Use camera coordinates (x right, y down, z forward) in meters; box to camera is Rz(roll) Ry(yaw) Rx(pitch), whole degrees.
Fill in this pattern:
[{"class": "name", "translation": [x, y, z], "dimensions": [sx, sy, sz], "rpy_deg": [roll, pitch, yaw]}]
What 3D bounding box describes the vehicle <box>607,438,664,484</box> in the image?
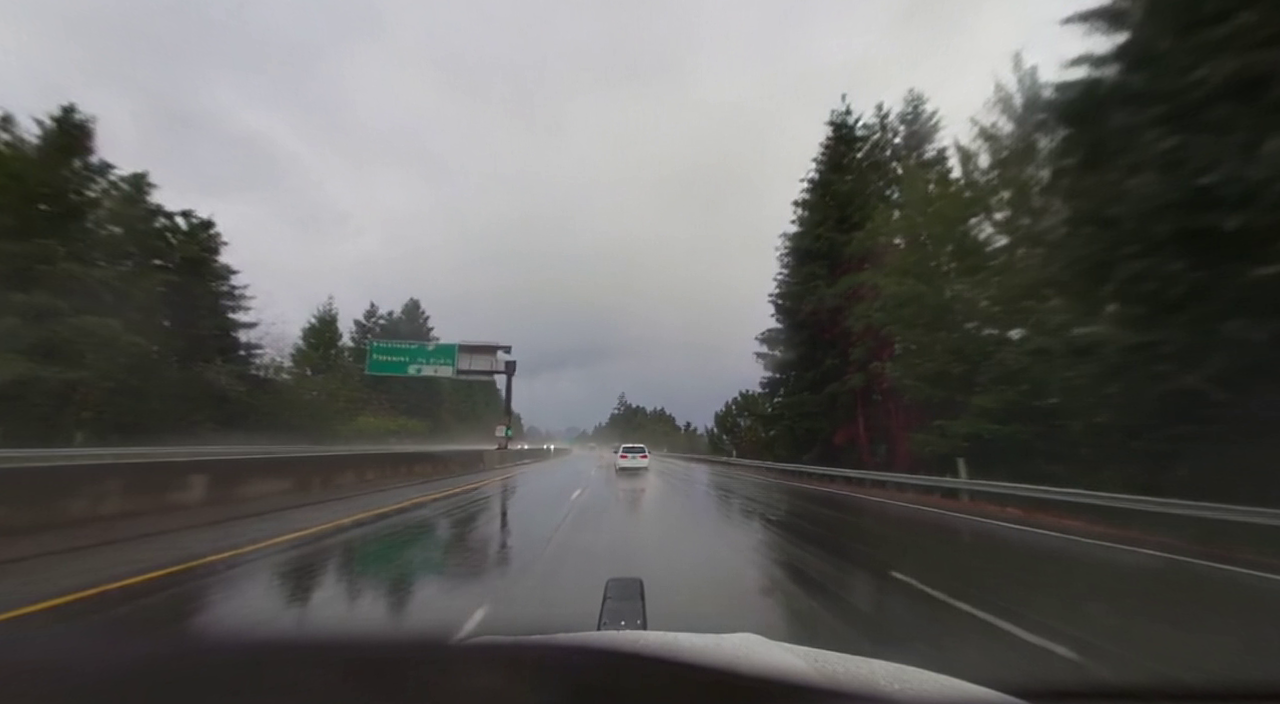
[{"class": "vehicle", "translation": [-0.262, 4.138, 24.159], "dimensions": [2.011, 1.590, 3.607], "rpy_deg": [0, -8, -3]}]
